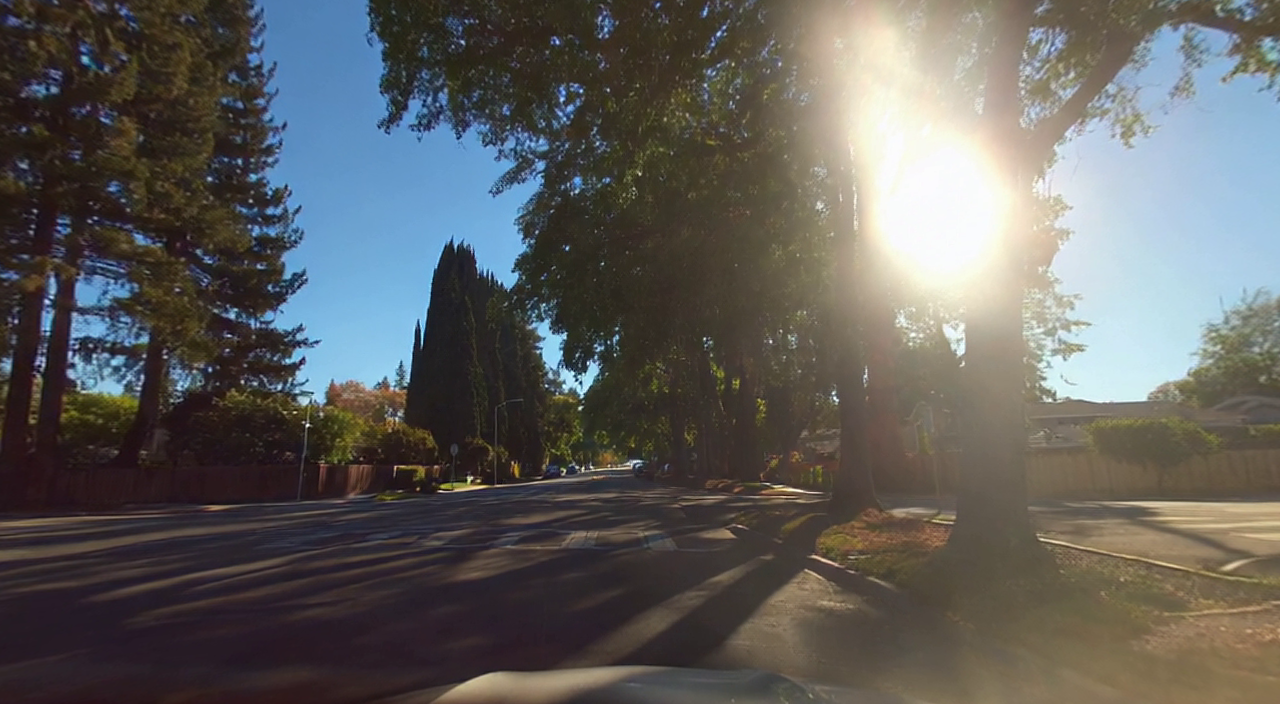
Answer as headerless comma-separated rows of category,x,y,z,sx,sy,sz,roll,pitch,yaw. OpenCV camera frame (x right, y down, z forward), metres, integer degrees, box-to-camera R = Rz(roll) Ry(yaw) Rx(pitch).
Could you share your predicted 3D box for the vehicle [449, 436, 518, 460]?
vehicle,-11.668,7.202,47.244,4.622,1.782,1.836,0,-8,1
